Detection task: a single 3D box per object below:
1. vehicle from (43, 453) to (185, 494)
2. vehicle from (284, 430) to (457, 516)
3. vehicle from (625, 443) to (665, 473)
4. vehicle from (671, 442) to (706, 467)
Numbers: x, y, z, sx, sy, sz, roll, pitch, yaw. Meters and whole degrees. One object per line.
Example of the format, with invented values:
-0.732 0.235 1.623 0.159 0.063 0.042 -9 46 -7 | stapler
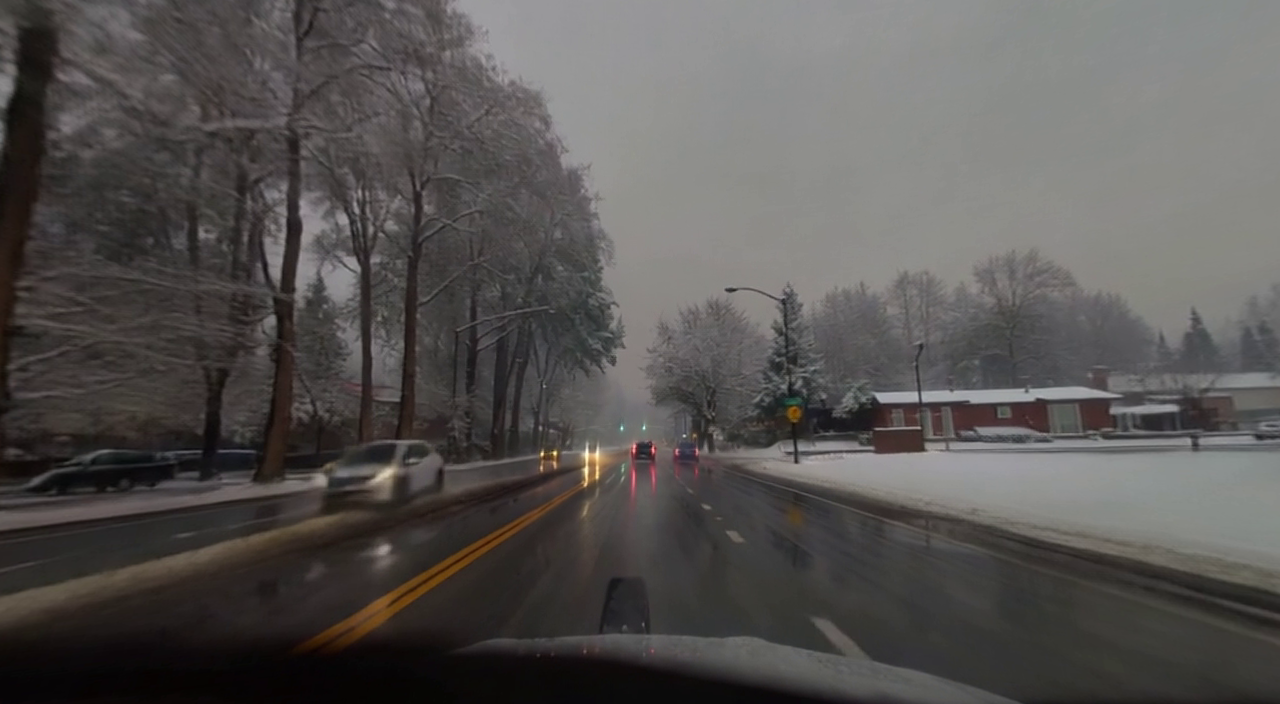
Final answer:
-22.454 5.174 27.032 4.330 1.656 2.001 0 -9 3 | vehicle
-6.473 2.956 15.884 2.247 1.825 4.618 0 -9 1 | vehicle
0.293 5.939 35.500 2.109 1.612 3.963 0 -9 1 | vehicle
3.560 7.653 47.142 2.189 1.766 4.495 0 -9 0 | vehicle
